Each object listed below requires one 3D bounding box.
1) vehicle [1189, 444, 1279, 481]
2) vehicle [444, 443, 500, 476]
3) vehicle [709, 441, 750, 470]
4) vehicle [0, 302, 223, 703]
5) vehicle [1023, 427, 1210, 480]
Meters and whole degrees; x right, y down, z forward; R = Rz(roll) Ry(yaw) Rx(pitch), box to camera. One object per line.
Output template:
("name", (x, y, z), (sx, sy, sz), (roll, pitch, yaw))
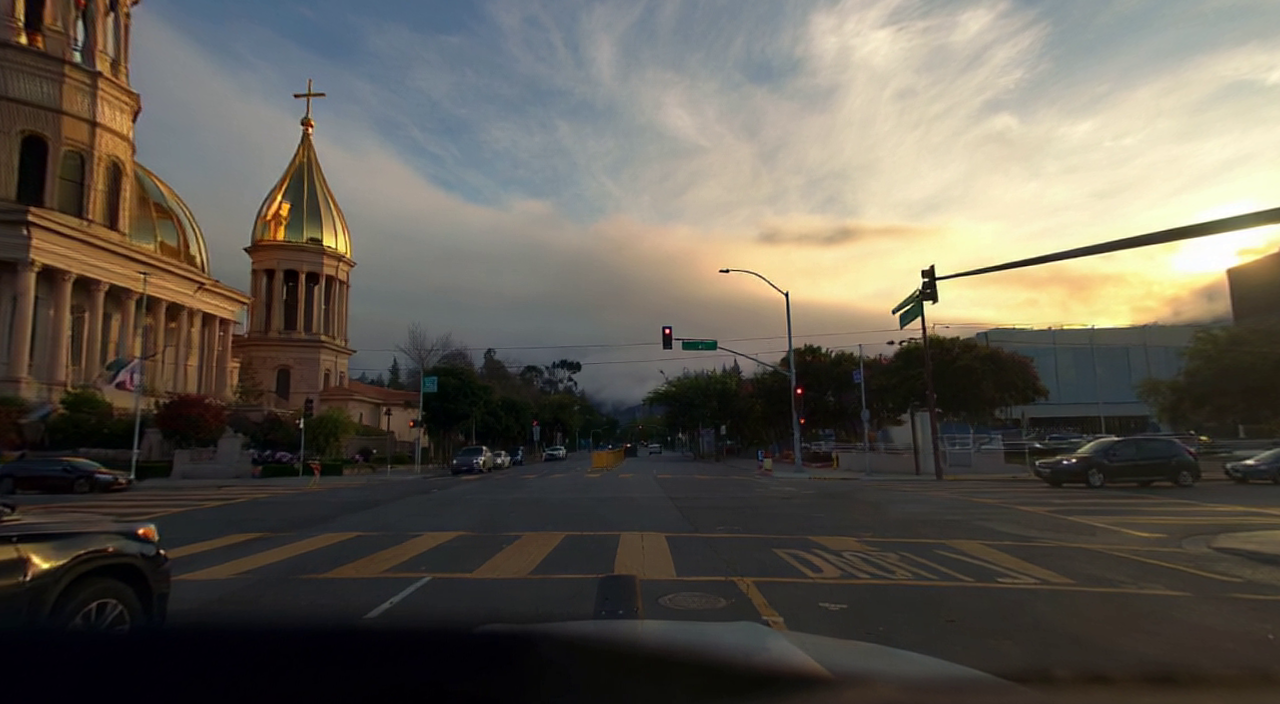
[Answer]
("vehicle", (26.361, 4.653, 26.676), (4.561, 1.475, 1.850), (0, -8, 0))
("vehicle", (-10.258, 6.581, 38.961), (2.076, 1.876, 4.669), (0, -8, 1))
("vehicle", (5.806, 6.794, 41.514), (1.969, 1.776, 4.329), (0, -8, -2))
("vehicle", (-3.882, 0.575, 1.144), (2.251, 2.009, 5.688), (0, -8, 1))
("vehicle", (19.860, 4.255, 26.578), (5.852, 2.057, 2.361), (0, -8, 0))
